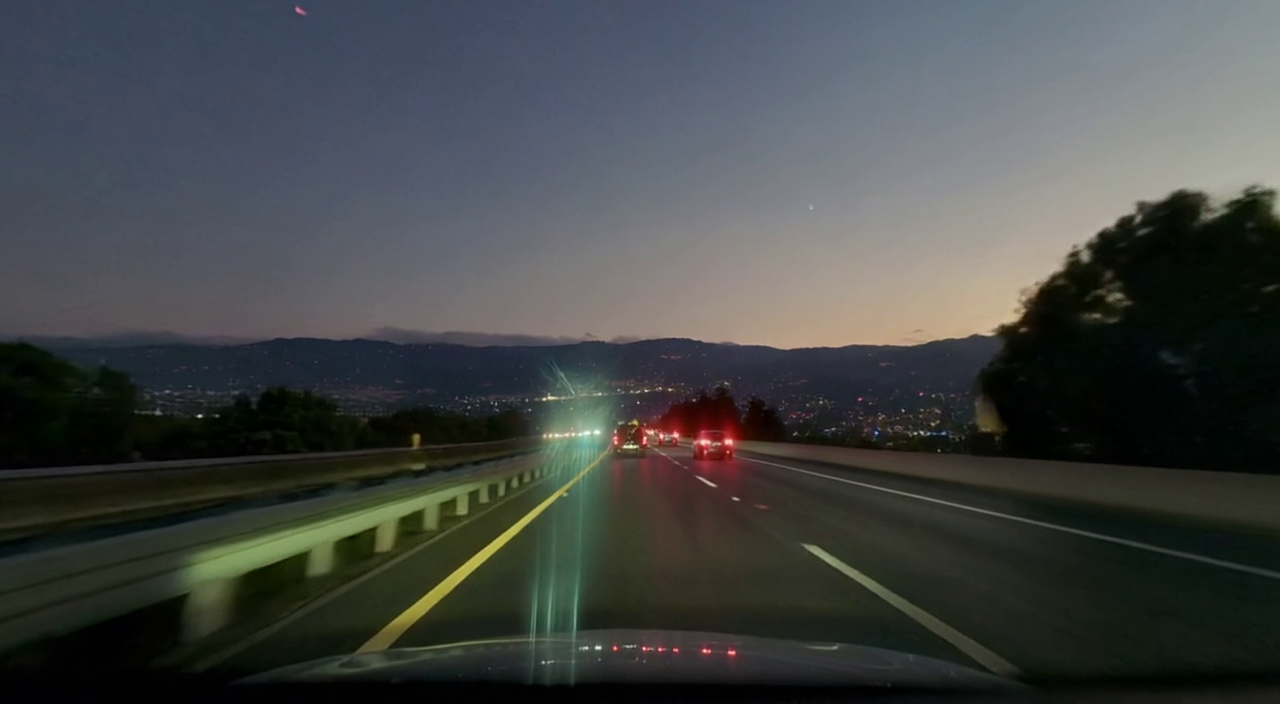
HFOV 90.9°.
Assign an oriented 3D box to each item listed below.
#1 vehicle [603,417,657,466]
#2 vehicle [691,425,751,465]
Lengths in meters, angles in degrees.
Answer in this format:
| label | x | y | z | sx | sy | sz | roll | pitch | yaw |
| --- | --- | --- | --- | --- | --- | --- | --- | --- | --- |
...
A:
| label | x | y | z | sx | sy | sz | roll | pitch | yaw |
| --- | --- | --- | --- | --- | --- | --- | --- | --- | --- |
| vehicle | -0.472 | 4.073 | 28.901 | 2.270 | 2.044 | 4.633 | 0 | -8 | -2 |
| vehicle | 3.446 | 4.071 | 27.604 | 1.981 | 1.606 | 3.956 | 0 | -8 | -2 |
